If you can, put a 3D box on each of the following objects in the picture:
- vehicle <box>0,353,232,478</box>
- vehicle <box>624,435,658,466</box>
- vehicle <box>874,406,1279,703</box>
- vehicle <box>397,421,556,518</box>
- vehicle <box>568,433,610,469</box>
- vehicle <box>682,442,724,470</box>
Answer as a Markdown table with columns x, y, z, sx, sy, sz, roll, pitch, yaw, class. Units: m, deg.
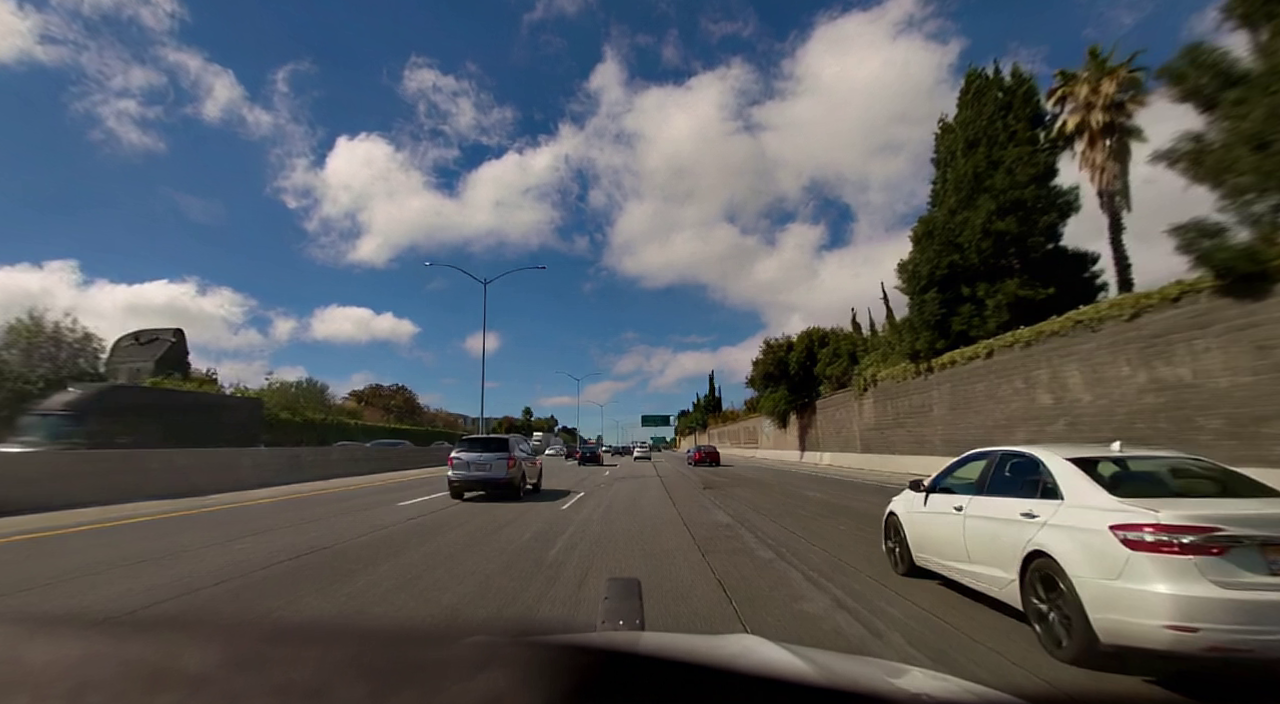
| x | y | z | sx | sy | sz | roll | pitch | yaw | class |
| --- | --- | --- | --- | --- | --- | --- | --- | --- | --- |
| -17.379 | 2.226 | 20.587 | 2.874 | 3.331 | 7.515 | 0 | -9 | 0 | vehicle |
| 0.050 | 7.640 | 49.043 | 2.485 | 2.215 | 5.199 | 0 | -9 | 0 | vehicle |
| 3.598 | 1.327 | 4.644 | 1.916 | 1.566 | 4.611 | 0 | -9 | -1 | vehicle |
| -3.487 | 2.652 | 14.761 | 2.184 | 1.819 | 5.441 | 0 | -9 | 1 | vehicle |
| -3.294 | 6.521 | 41.480 | 2.378 | 2.214 | 4.352 | 0 | -9 | 0 | vehicle |
| 4.070 | 6.796 | 41.311 | 2.224 | 1.752 | 4.487 | 0 | -9 | -1 | vehicle |
